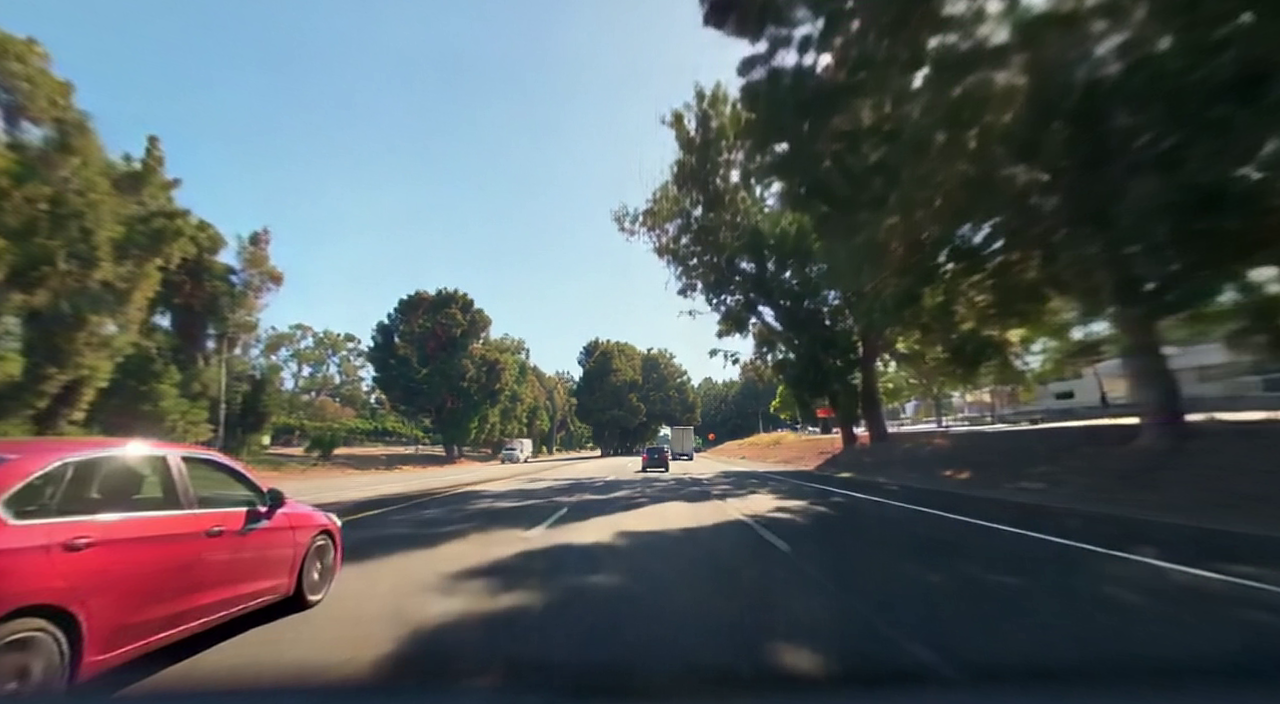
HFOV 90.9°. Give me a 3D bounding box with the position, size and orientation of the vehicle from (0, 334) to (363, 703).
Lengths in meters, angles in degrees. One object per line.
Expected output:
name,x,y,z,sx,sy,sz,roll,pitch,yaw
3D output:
vehicle,-3.762,0.995,3.647,2.139,1.804,4.611,0,-9,1

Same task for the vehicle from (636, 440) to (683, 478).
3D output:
vehicle,0.899,5.117,30.305,2.087,1.682,4.388,0,-9,0
